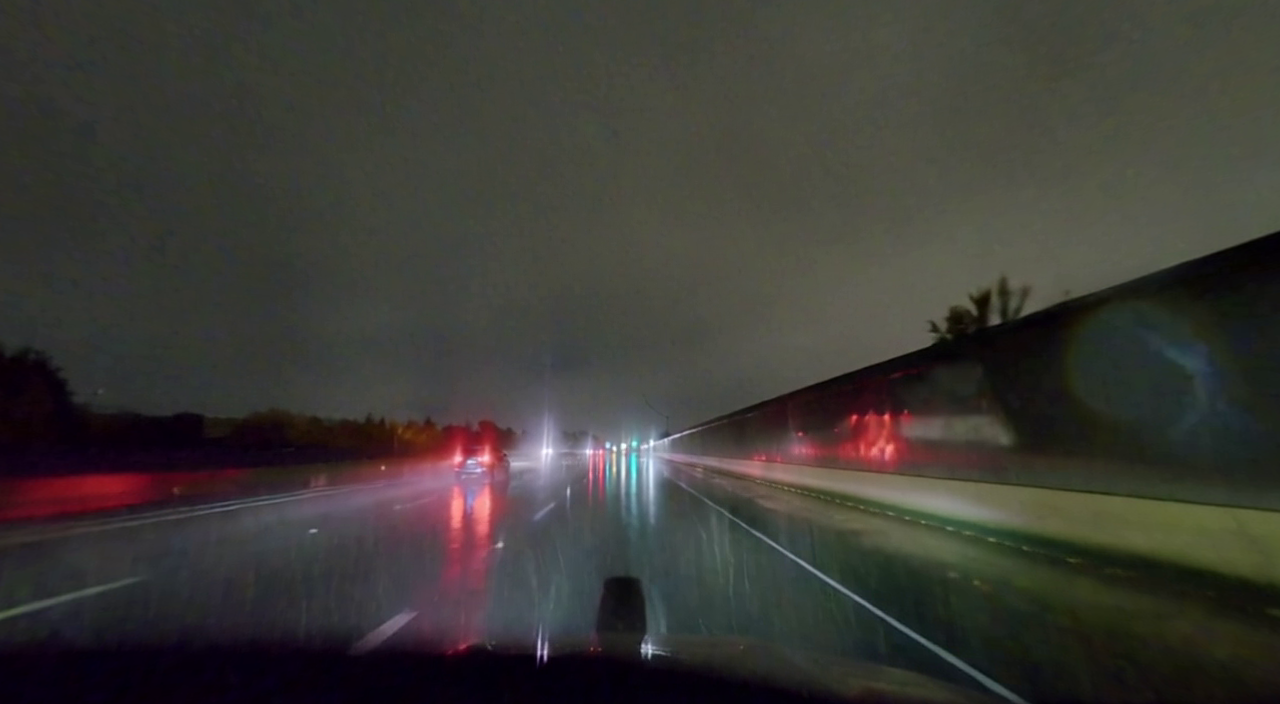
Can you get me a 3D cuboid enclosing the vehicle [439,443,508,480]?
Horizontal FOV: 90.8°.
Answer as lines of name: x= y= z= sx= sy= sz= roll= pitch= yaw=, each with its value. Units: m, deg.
vehicle: x=-7.686 y=5.096 z=29.563 sx=2.098 sy=1.606 sz=4.227 roll=0 pitch=-9 yaw=0
